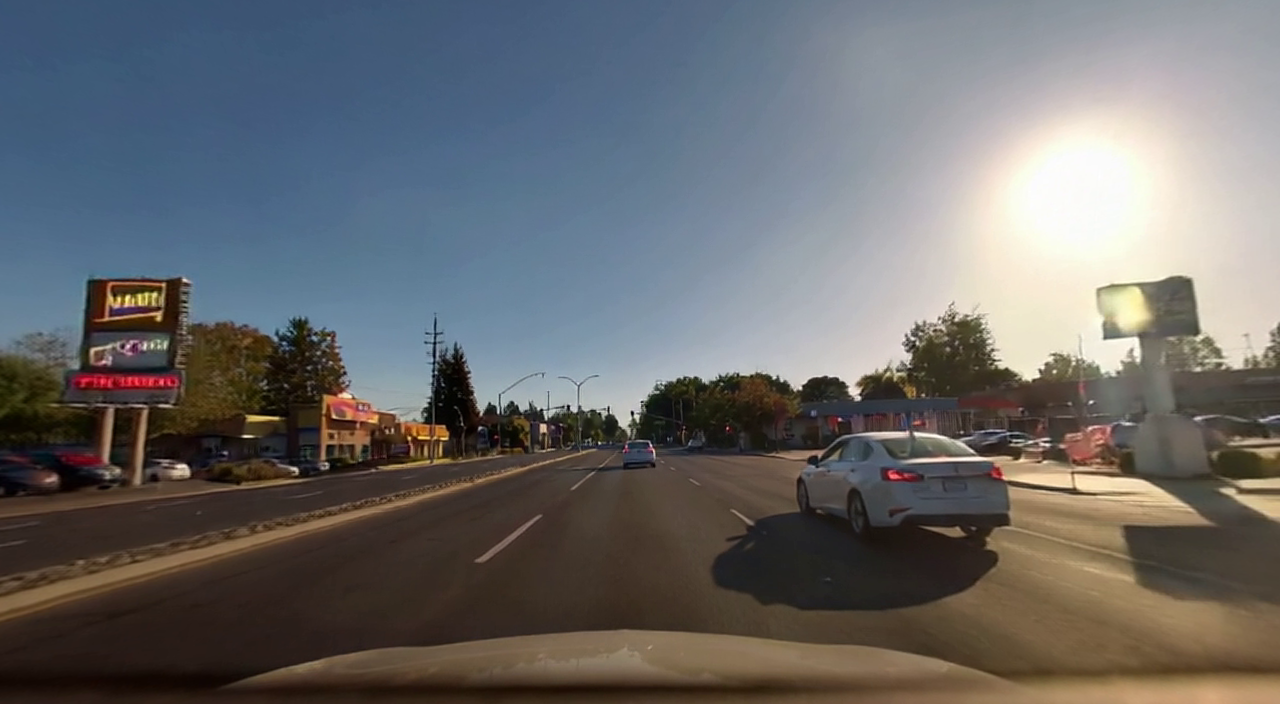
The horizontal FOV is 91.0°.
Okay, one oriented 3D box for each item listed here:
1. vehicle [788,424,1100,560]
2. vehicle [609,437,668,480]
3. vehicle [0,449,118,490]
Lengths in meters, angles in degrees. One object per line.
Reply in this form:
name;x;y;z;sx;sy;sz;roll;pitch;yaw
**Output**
vehicle;3.884;1.880;9.276;2.153;1.456;4.705;0;-8;-1
vehicle;-0.087;3.908;23.404;1.998;1.452;3.773;0;-8;-1
vehicle;-27.394;5.393;29.086;4.698;1.780;2.032;0;-8;1
